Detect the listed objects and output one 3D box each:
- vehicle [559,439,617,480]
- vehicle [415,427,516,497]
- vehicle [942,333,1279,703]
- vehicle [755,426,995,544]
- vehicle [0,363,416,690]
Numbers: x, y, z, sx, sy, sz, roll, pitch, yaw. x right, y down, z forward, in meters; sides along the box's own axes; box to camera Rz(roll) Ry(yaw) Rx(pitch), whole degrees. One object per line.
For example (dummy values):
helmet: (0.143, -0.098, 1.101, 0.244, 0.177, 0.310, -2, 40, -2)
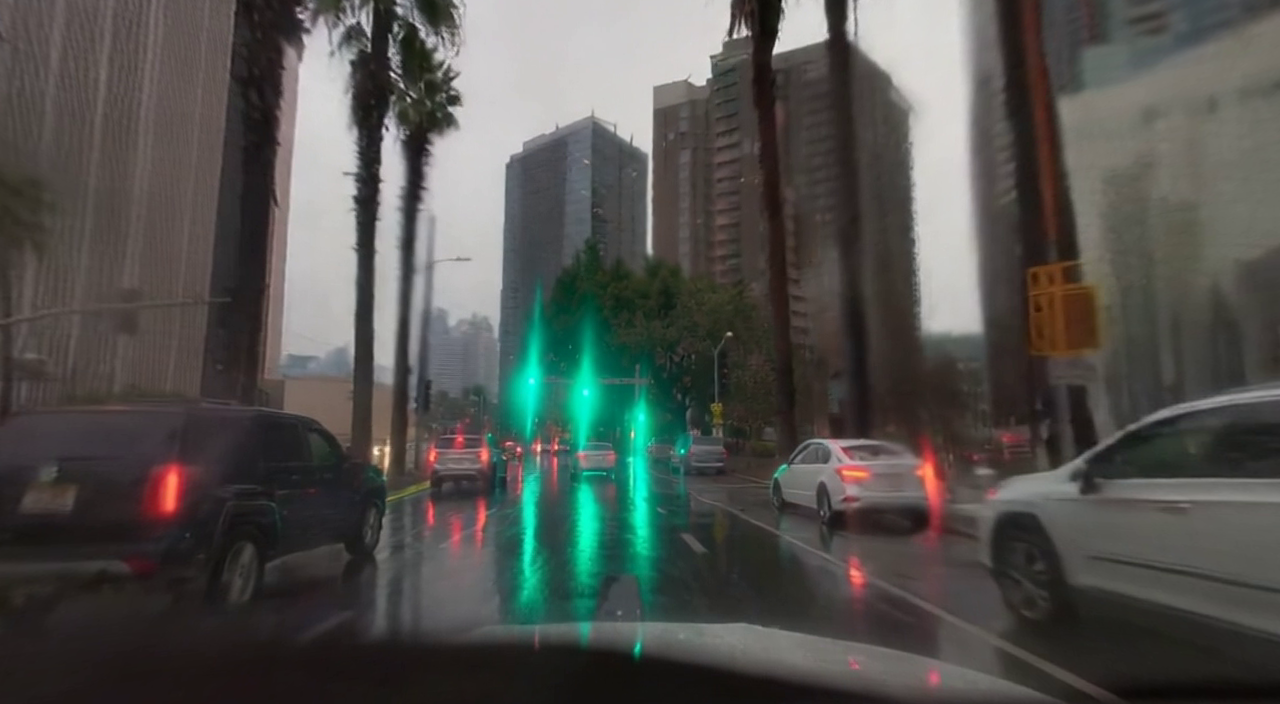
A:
vehicle: (-2.108, 4.158, 24.559, 2.036, 1.461, 3.890, 1, -9, -8)
vehicle: (-4.872, 3.122, 18.244, 2.014, 1.740, 4.392, 1, -8, -5)
vehicle: (3.974, 0.910, 3.576, 1.963, 1.802, 4.648, 1, -8, -3)
vehicle: (3.547, 2.104, 10.736, 1.808, 1.526, 4.894, 1, -8, -6)
vehicle: (-3.659, 1.263, 5.642, 1.800, 1.797, 4.224, 0, -8, -1)
